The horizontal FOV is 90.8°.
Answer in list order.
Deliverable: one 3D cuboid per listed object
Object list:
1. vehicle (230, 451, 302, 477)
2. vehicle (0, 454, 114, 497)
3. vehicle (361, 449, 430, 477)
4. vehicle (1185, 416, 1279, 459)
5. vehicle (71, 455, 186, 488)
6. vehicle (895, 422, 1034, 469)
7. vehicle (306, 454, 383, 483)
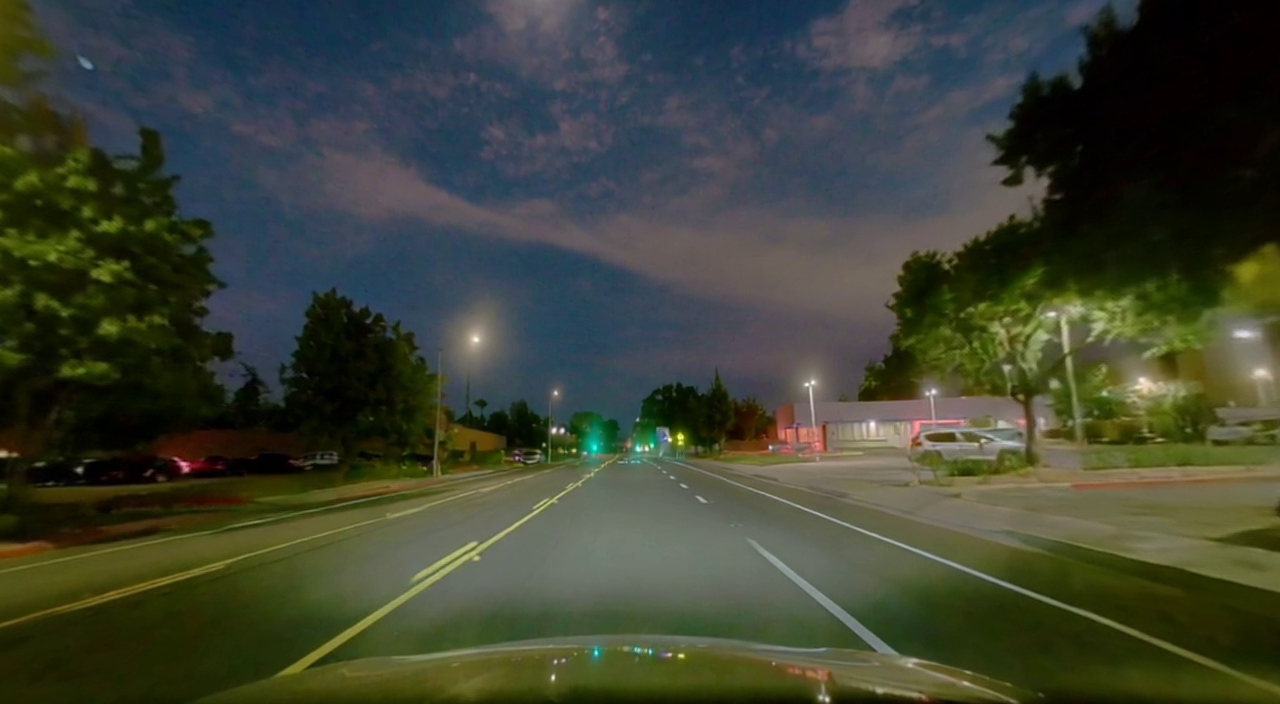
[{"bbox_3d":[-27.672,8.261,46.808,4.417,1.747,1.954,5,-10,-33],"label":"vehicle"},{"bbox_3d":[-26.685,5.437,28.065,4.511,1.731,2.022,3,-9,-22],"label":"vehicle"},{"bbox_3d":[-16.544,7.479,42.753,4.311,1.746,1.984,-5,-9,30],"label":"vehicle"},{"bbox_3d":[23.132,3.310,24.299,4.694,1.496,1.845,5,-10,-32],"label":"vehicle"},{"bbox_3d":[-27.278,6.352,33.867,4.272,1.613,1.855,2,-9,-14],"label":"vehicle"},{"bbox_3d":[12.752,3.707,25.085,4.632,1.701,1.975,-4,-9,26],"label":"vehicle"},{"bbox_3d":[-17.356,6.788,37.047,4.708,1.472,1.994,-6,-10,35],"label":"vehicle"}]
